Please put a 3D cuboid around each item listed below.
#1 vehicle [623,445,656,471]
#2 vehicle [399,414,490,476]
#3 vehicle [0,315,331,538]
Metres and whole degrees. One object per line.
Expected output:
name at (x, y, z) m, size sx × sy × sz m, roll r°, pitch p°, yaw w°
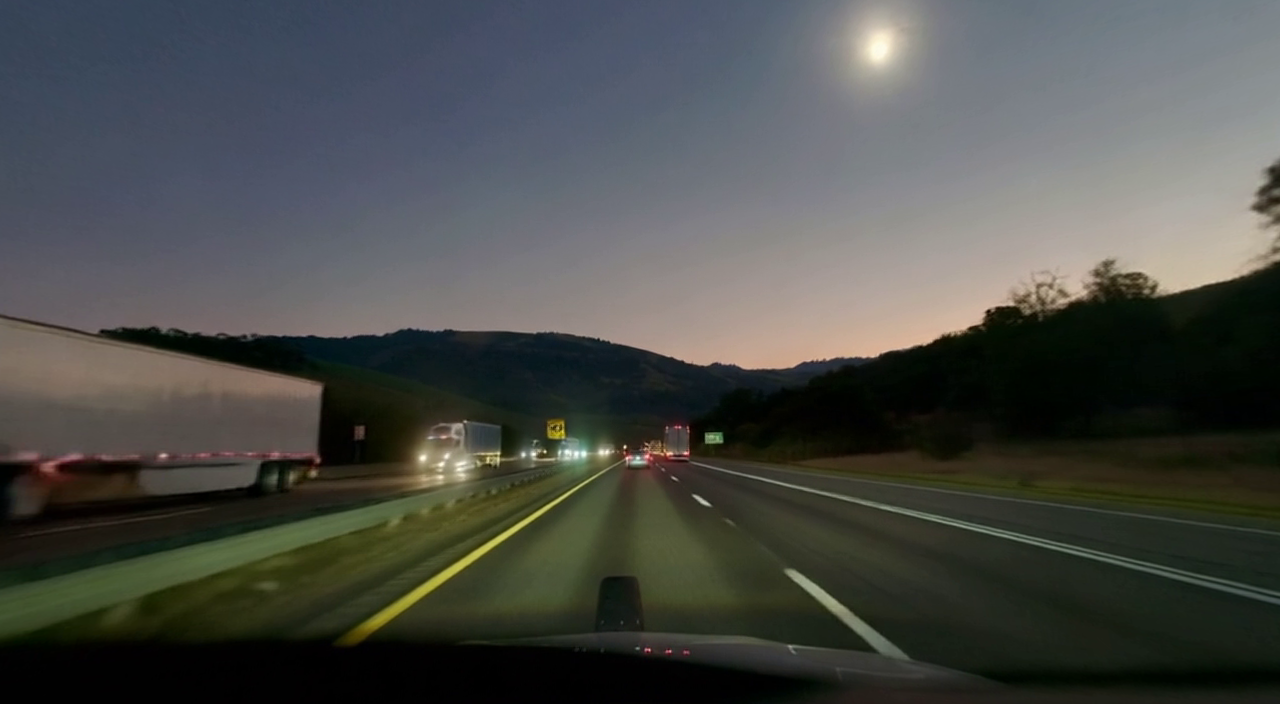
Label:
vehicle at (-0.031, 7.158, 42.908) m, size 2.137 × 1.689 × 4.051 m, roll 0°, pitch -9°, yaw 0°
vehicle at (-13.111, 6.457, 43.668) m, size 2.919 × 3.755 × 10.586 m, roll 0°, pitch -9°, yaw 0°
vehicle at (-12.970, 2.068, 16.171) m, size 2.859 × 3.965 × 14.502 m, roll 0°, pitch -9°, yaw -1°
